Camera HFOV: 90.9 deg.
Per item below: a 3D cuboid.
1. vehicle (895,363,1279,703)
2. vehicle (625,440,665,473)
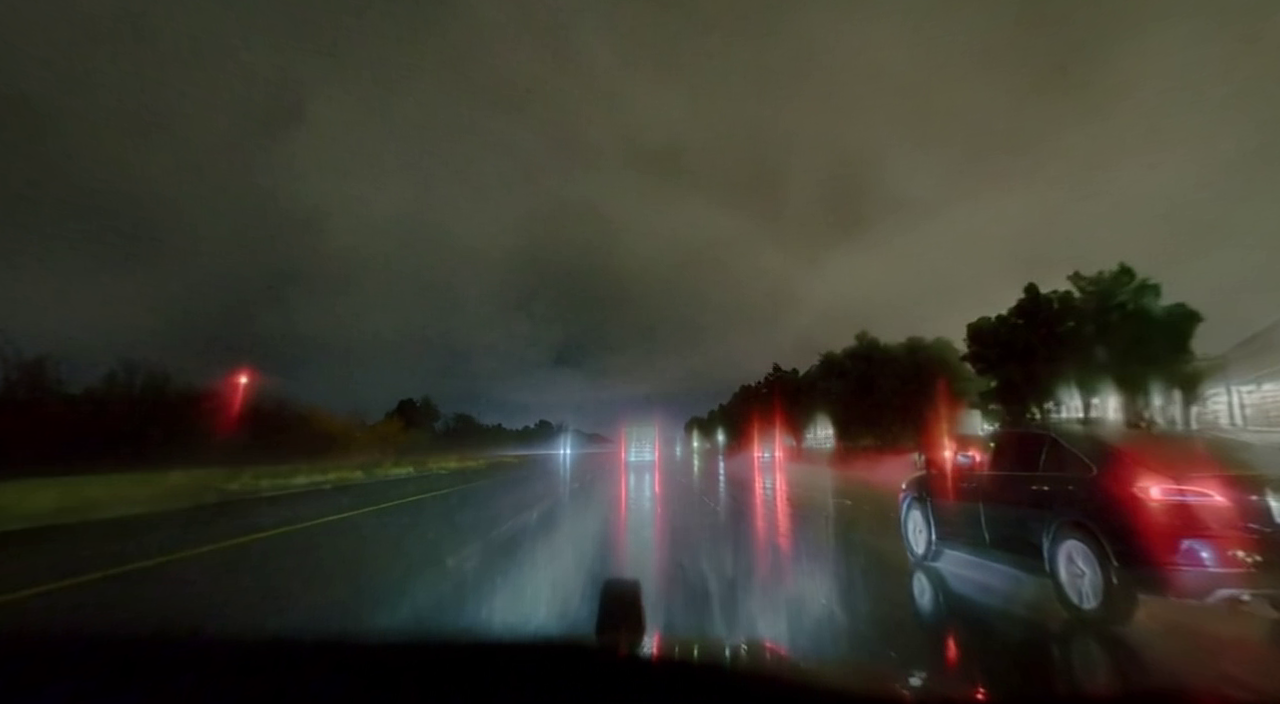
[{"bbox_3d":[4.024,1.158,4.867,2.008,1.595,5.082,0,-9,1],"label":"vehicle"},{"bbox_3d":[0.256,5.682,34.410,2.015,1.639,4.086,0,-9,0],"label":"vehicle"}]
